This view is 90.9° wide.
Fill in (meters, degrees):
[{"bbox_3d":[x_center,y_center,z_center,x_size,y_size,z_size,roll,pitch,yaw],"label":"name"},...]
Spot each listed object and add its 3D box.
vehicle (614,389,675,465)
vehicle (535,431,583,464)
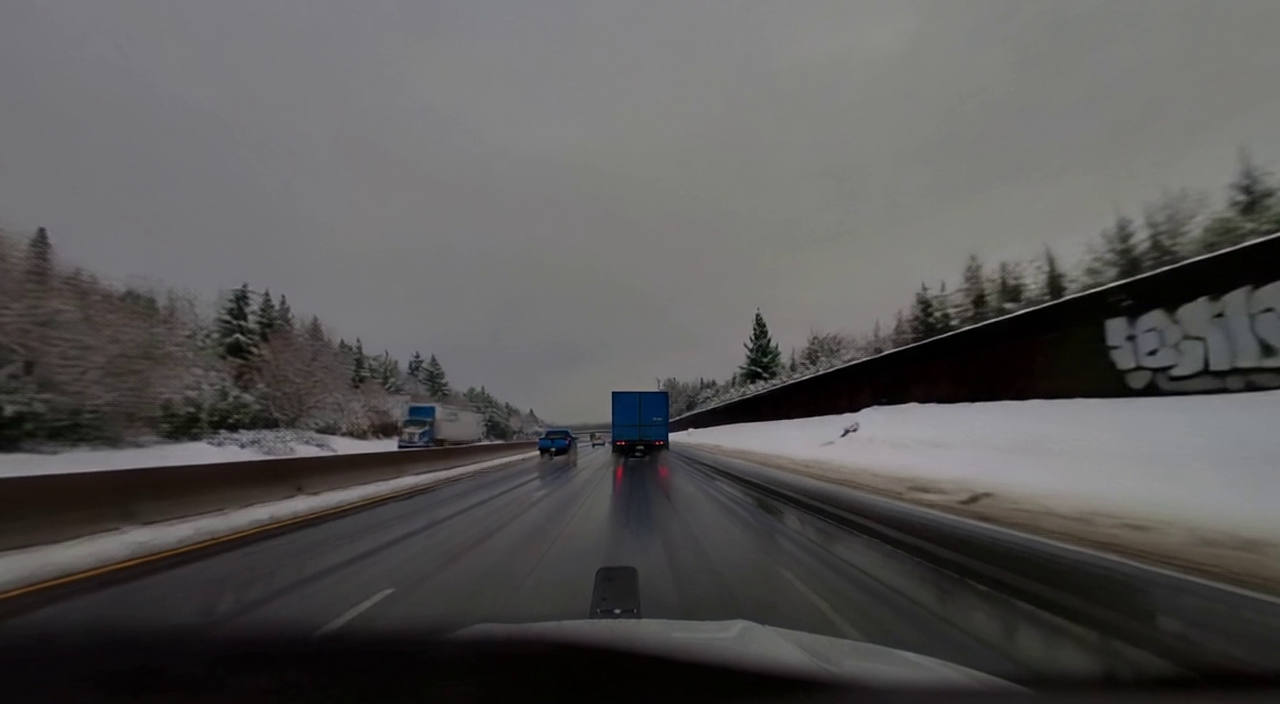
[{"bbox_3d":[0.122,4.236,35.002,2.927,3.649,9.443,0,-8,-1],"label":"vehicle"},{"bbox_3d":[-4.299,5.129,34.134,2.058,1.645,4.130,0,-8,0],"label":"vehicle"}]
